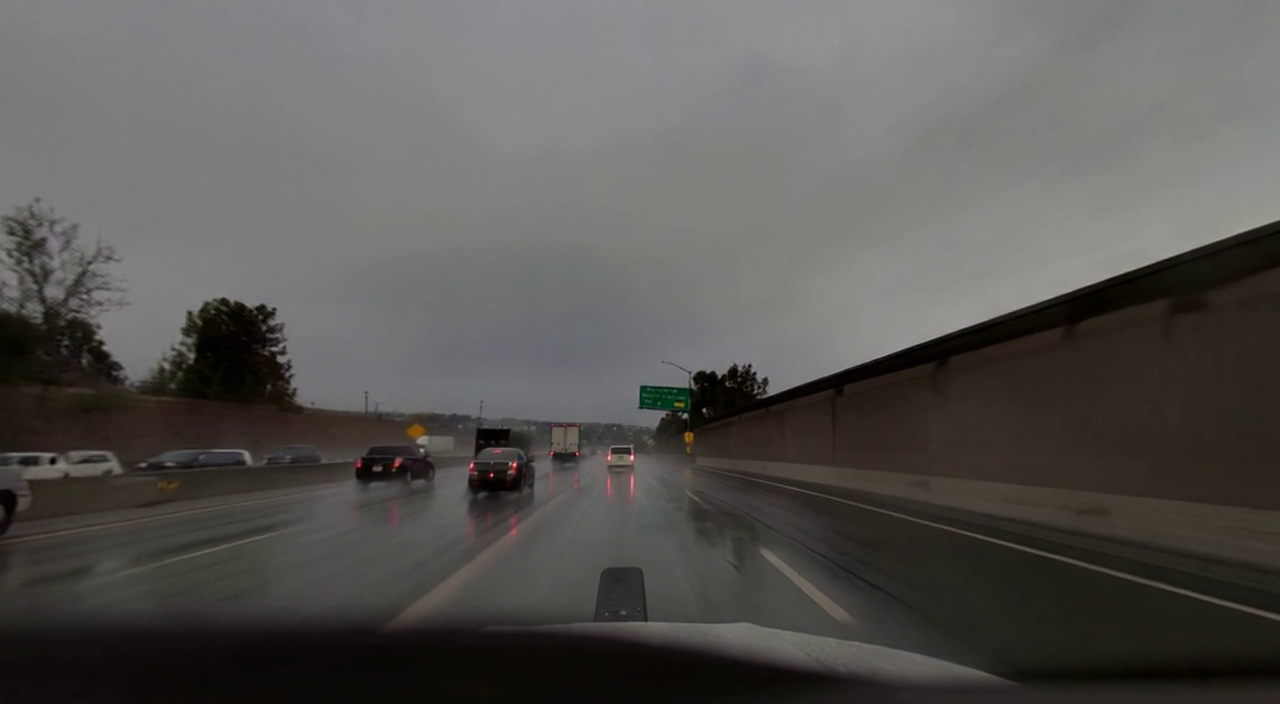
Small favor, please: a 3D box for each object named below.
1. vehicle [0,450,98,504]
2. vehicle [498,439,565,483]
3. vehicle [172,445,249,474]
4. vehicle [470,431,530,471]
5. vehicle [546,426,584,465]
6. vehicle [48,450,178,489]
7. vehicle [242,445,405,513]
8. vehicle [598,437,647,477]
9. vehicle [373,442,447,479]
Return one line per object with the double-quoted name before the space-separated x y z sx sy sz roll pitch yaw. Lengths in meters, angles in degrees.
"vehicle" -19.557 3.789 19.316 1.903 1.506 4.545 0 -8 -1
"vehicle" -4.259 4.352 25.521 2.005 1.631 4.295 0 -8 -1
"vehicle" -28.706 7.150 42.366 2.066 1.821 4.738 0 -8 -4
"vehicle" -9.114 6.517 41.659 2.773 2.402 6.232 0 -8 -2
"vehicle" -5.408 6.863 46.253 2.279 2.672 5.256 0 -8 -2
"vehicle" -23.711 5.252 28.662 1.938 1.565 4.708 0 -8 -1
"vehicle" -7.854 3.148 16.239 1.896 1.465 4.399 0 -8 0
"vehicle" -0.828 4.803 29.065 2.092 1.671 3.772 0 -8 -2
"vehicle" -11.938 5.637 33.186 2.079 1.807 5.187 0 -8 -2
